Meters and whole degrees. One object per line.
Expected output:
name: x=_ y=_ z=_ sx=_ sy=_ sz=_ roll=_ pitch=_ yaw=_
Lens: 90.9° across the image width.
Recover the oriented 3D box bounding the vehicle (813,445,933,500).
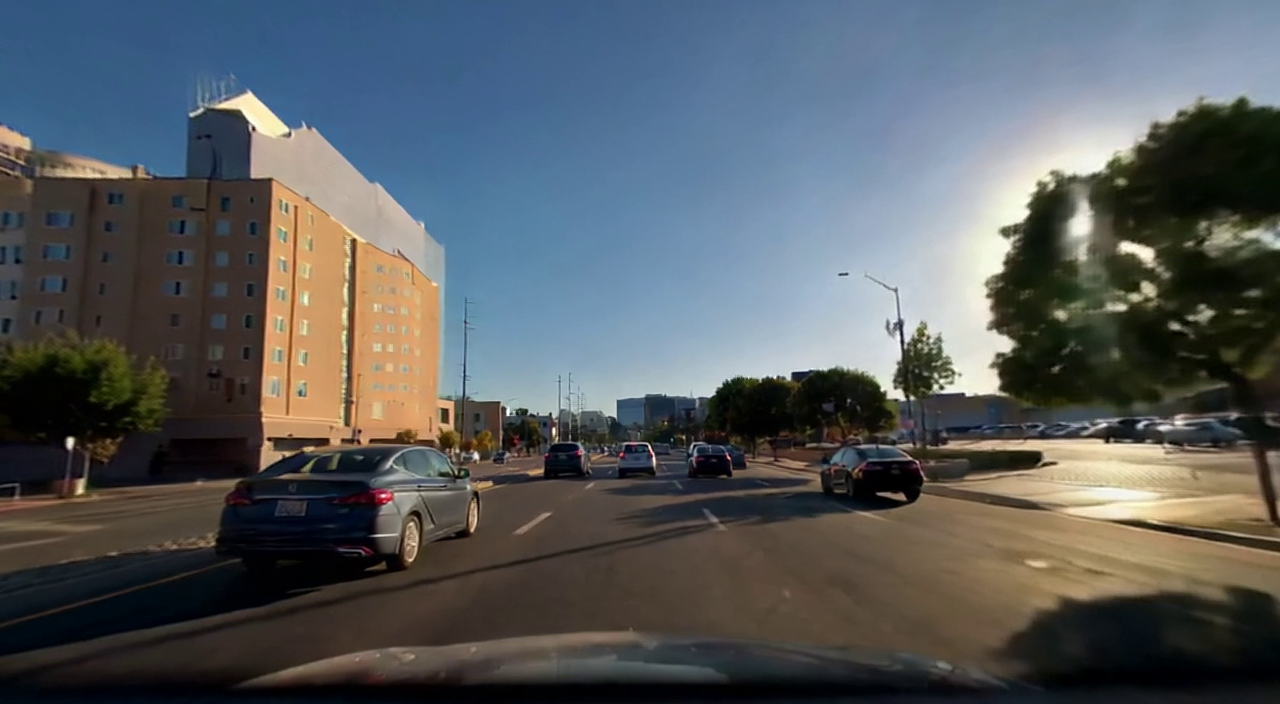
vehicle: x=6.941 y=3.625 z=19.368 sx=1.865 sy=1.458 sz=4.605 roll=0 pitch=-9 yaw=0

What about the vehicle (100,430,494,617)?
vehicle: x=-3.288 y=1.729 z=7.356 sx=2.095 sy=1.486 sz=4.411 roll=0 pitch=-9 yaw=0

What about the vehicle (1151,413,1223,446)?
vehicle: x=28.317 y=4.032 z=32.772 sx=1.830 sy=1.465 sz=4.252 roll=-9 pitch=-11 yaw=29

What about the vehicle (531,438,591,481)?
vehicle: x=-3.500 y=4.875 z=28.873 sx=2.117 sy=1.799 sz=4.442 roll=-1 pitch=-9 yaw=1

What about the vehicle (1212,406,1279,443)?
vehicle: x=30.973 y=3.684 z=31.613 sx=1.993 sy=1.708 sz=4.464 roll=-4 pitch=-10 yaw=25

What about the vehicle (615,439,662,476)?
vehicle: x=-0.089 y=5.566 z=33.530 sx=2.304 sy=1.795 sz=4.526 roll=0 pitch=-9 yaw=0

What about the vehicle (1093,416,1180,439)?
vehicle: x=33.475 y=5.158 z=42.626 sx=1.762 sy=1.432 sz=4.136 roll=5 pitch=-10 yaw=-29

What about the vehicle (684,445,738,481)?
vehicle: x=3.072 y=4.876 z=27.966 sx=1.884 sy=1.458 sz=4.245 roll=0 pitch=-9 yaw=0
